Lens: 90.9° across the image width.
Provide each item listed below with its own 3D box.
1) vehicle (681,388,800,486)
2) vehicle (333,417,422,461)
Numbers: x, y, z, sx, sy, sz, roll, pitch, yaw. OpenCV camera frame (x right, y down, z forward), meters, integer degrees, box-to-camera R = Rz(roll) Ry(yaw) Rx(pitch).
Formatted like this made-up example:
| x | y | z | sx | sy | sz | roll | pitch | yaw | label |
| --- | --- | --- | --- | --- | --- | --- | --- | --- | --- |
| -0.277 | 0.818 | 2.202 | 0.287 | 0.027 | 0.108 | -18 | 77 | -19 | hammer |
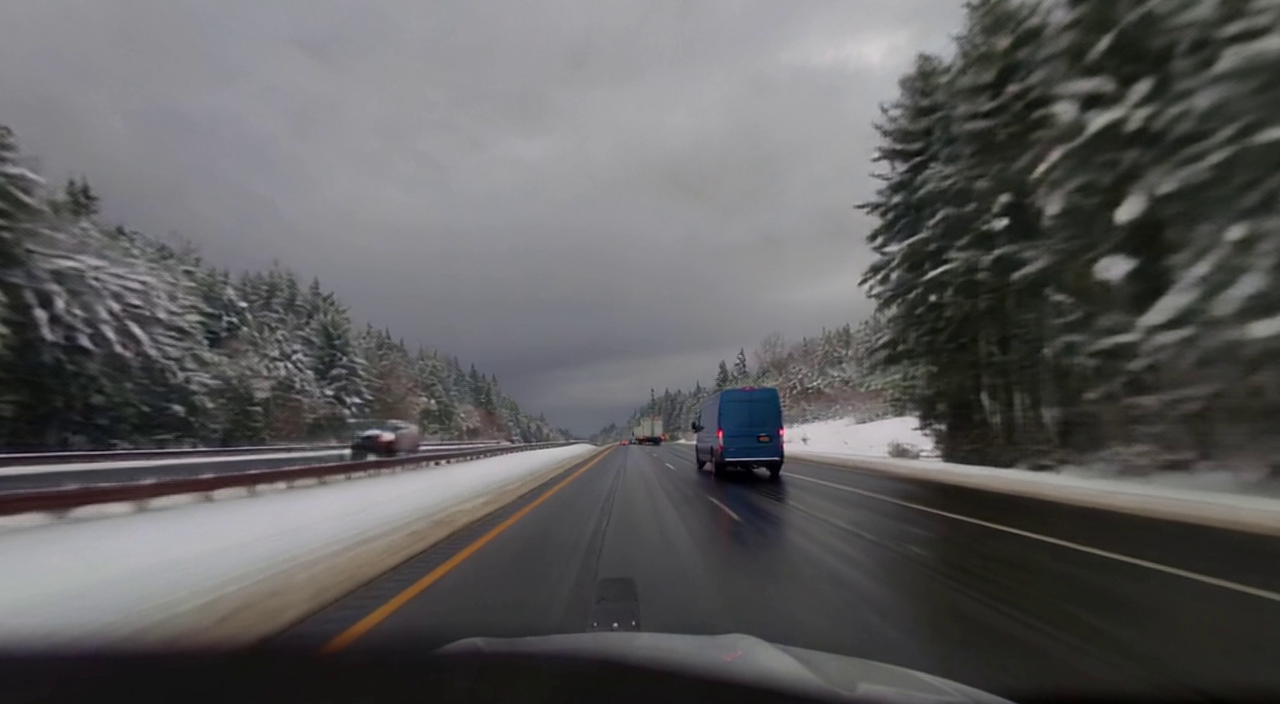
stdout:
| x | y | z | sx | sy | sz | roll | pitch | yaw | label |
| --- | --- | --- | --- | --- | --- | --- | --- | --- | --- |
| 2.876 | 2.676 | 19.891 | 2.570 | 2.596 | 6.082 | 0 | -8 | -2 | vehicle |
| -12.562 | 4.224 | 30.616 | 2.109 | 1.915 | 5.253 | 0 | -8 | -1 | vehicle |
